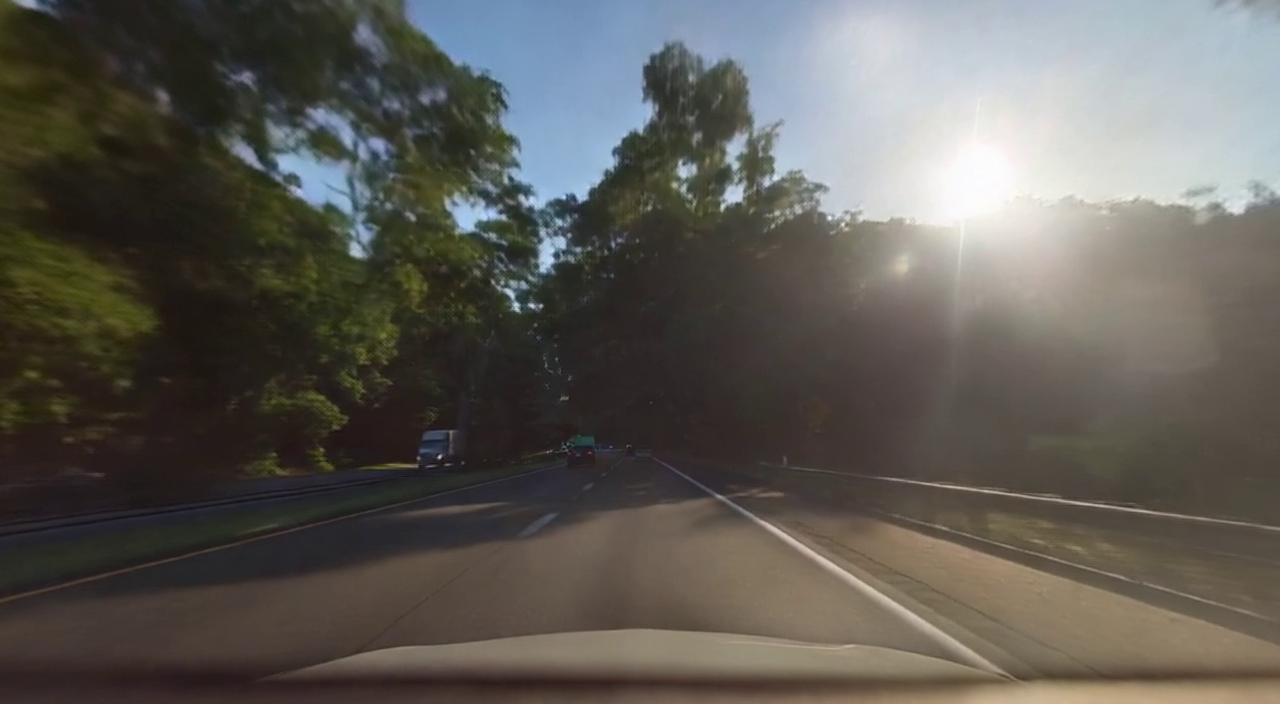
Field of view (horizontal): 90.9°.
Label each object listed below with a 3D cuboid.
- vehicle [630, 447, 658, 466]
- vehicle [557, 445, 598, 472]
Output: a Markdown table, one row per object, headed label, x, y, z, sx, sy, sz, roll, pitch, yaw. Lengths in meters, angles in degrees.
| label | x | y | z | sx | sy | sz | roll | pitch | yaw |
| --- | --- | --- | --- | --- | --- | --- | --- | --- | --- |
| vehicle | 0.279 | 7.877 | 47.548 | 1.989 | 1.402 | 3.831 | 0 | -9 | -1 |
| vehicle | -3.743 | 6.437 | 38.303 | 2.112 | 1.498 | 4.117 | 0 | -9 | -1 |
